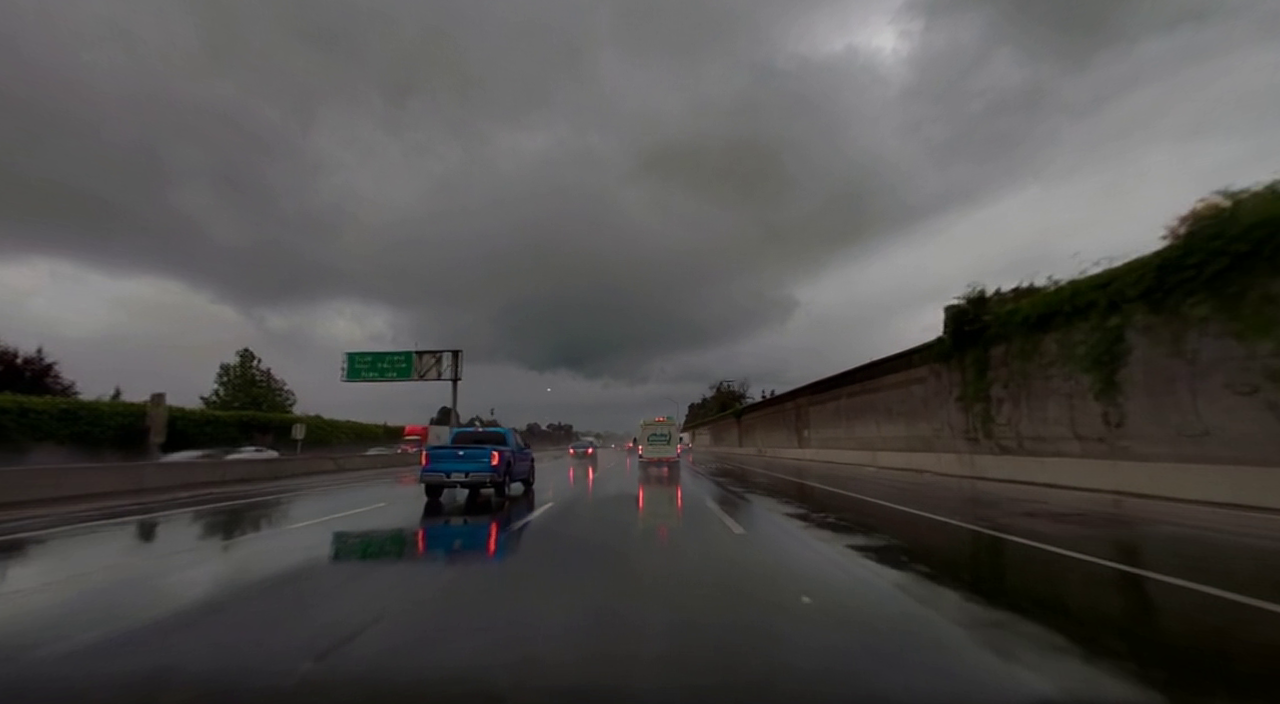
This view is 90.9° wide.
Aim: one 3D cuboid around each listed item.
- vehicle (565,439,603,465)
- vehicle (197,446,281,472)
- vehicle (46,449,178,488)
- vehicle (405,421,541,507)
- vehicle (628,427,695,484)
[{"bbox_3d":[-3.639,6.586,41.717,1.961,1.591,4.756,0,-8,1],"label":"vehicle"},{"bbox_3d":[-28.087,7.496,44.471,2.174,1.678,5.678,0,-8,1],"label":"vehicle"},{"bbox_3d":[-21.200,4.655,25.571,1.893,1.439,3.908,0,-8,1],"label":"vehicle"},{"bbox_3d":[-3.916,2.745,15.893,1.954,1.792,5.187,0,-8,0],"label":"vehicle"},{"bbox_3d":[0.708,3.622,22.347,2.083,1.792,4.782,0,-8,1],"label":"vehicle"}]
